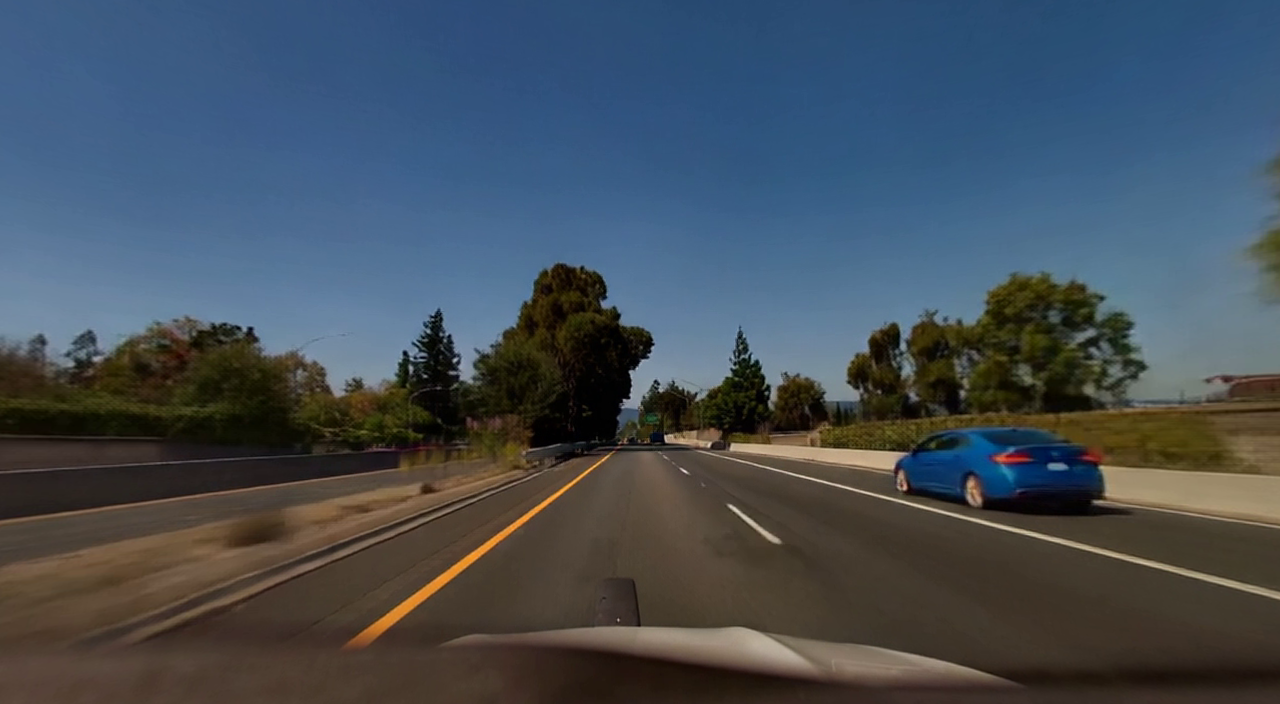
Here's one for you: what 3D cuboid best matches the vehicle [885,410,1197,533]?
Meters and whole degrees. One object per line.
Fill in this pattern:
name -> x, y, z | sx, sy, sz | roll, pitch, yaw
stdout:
vehicle -> 6.627, 2.015, 11.359 | 2.273, 1.698, 4.863 | 0, -8, -2
